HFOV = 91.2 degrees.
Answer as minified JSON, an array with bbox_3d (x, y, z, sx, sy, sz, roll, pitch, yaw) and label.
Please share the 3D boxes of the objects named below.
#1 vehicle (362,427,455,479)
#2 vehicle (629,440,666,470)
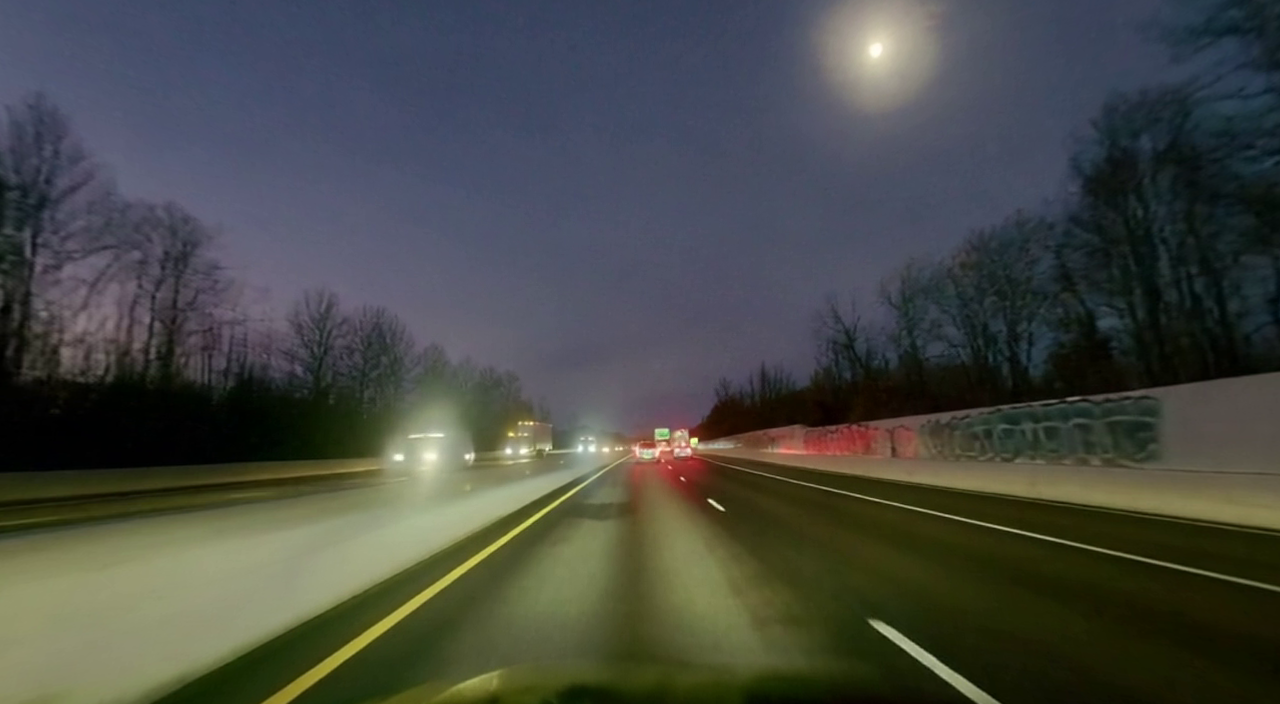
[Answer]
[{"bbox_3d":[-12.385,5.487,34.222,2.320,2.532,6.628,-1,-9,2],"label":"vehicle"},{"bbox_3d":[0.384,6.156,37.623,2.095,1.671,4.219,0,-9,-1],"label":"vehicle"}]
